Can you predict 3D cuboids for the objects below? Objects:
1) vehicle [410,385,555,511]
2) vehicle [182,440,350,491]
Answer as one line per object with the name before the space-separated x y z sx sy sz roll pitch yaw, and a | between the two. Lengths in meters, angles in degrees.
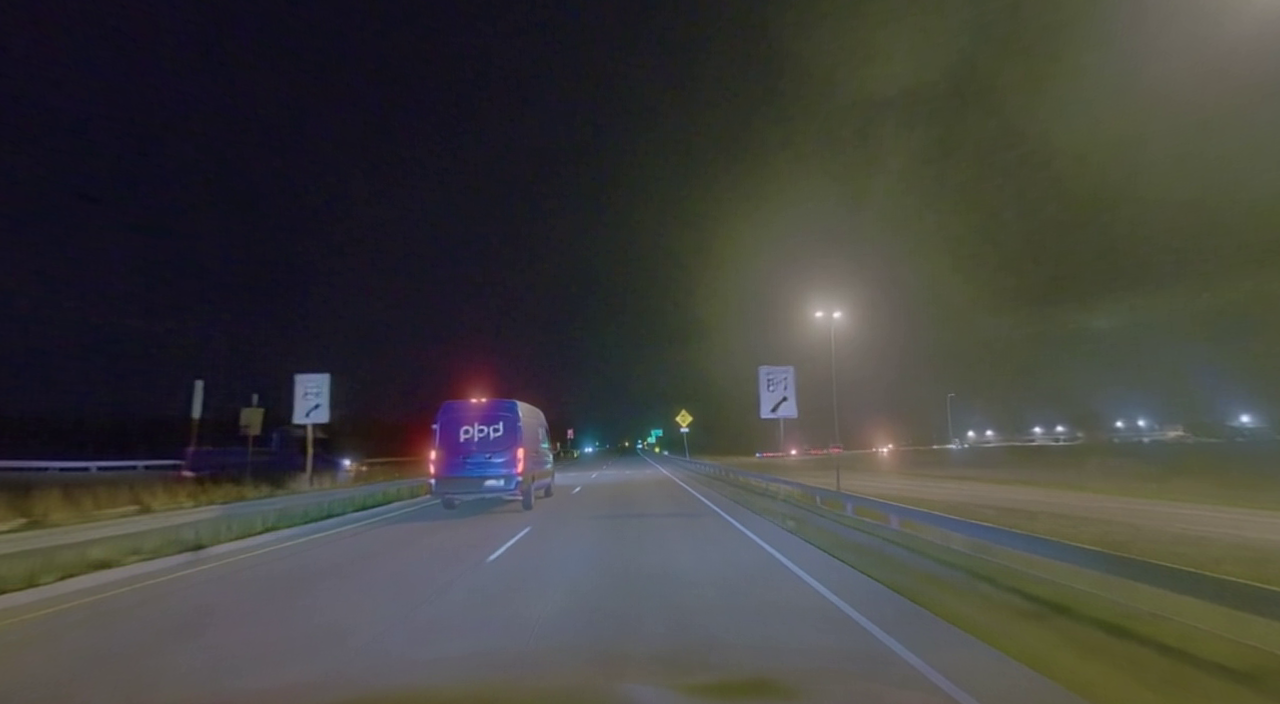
vehicle | -3.783 2.556 16.786 2.463 2.640 7.034 0 -9 -4
vehicle | -12.359 3.766 21.070 4.396 1.557 1.952 2 -9 -15
